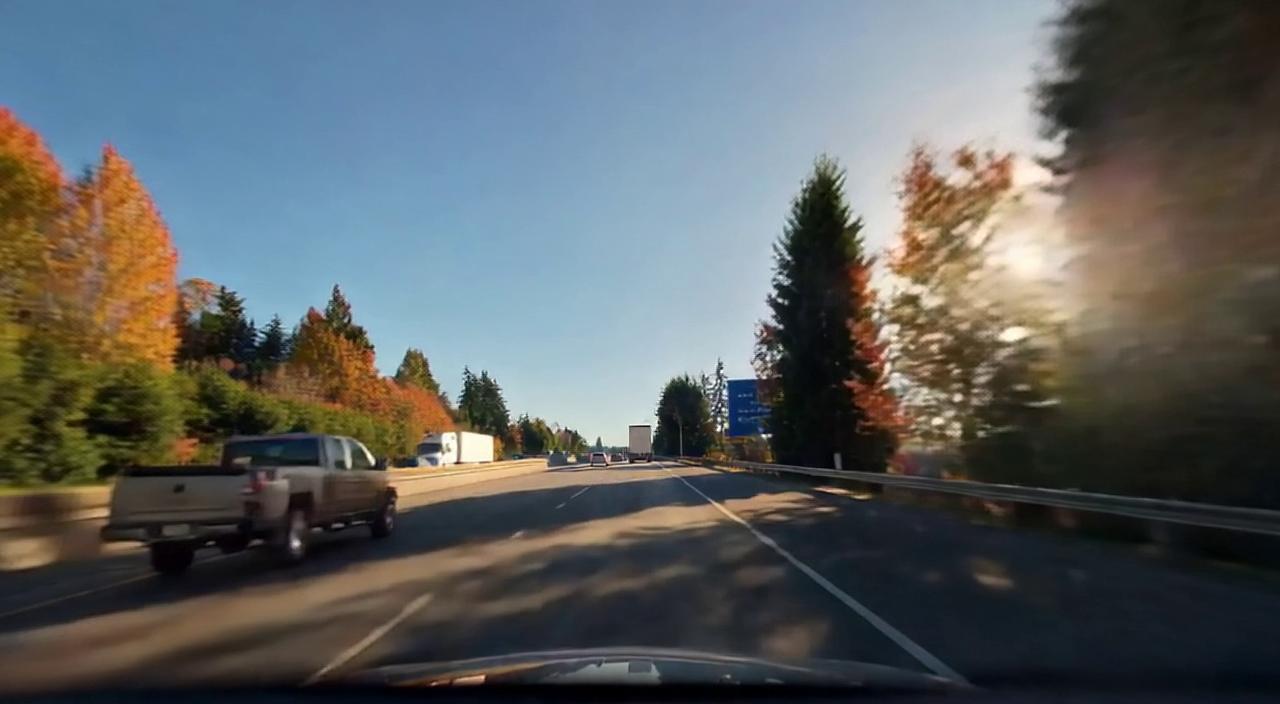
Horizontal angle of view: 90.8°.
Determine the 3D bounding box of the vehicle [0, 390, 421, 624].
[{"bbox_3d":[-4.485,1.594,7.411,2.079,1.845,4.654,0,-9,1],"label":"vehicle"}]
